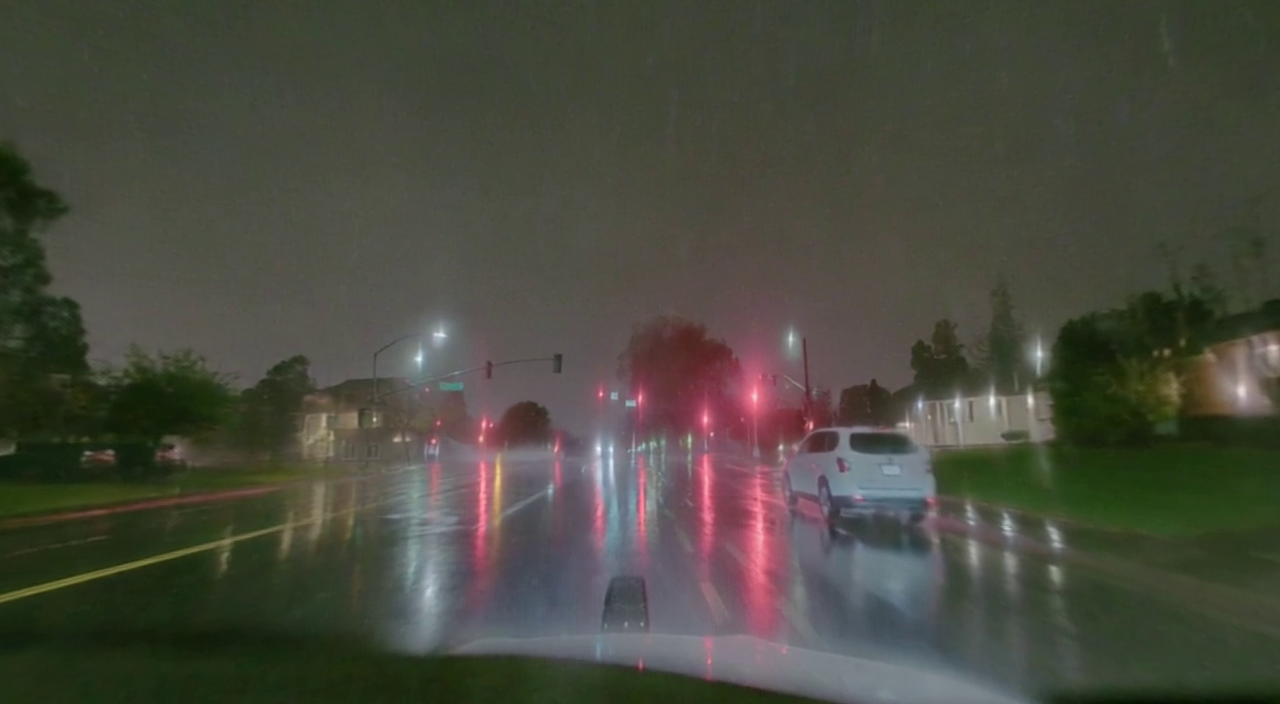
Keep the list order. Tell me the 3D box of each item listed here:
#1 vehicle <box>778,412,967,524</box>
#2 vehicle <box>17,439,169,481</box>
[{"bbox_3d":[4.414,2.292,12.940,2.170,1.869,4.594,0,-9,1],"label":"vehicle"},{"bbox_3d":[-22.664,4.479,26.258,4.334,1.668,2.069,0,-9,-1],"label":"vehicle"}]
